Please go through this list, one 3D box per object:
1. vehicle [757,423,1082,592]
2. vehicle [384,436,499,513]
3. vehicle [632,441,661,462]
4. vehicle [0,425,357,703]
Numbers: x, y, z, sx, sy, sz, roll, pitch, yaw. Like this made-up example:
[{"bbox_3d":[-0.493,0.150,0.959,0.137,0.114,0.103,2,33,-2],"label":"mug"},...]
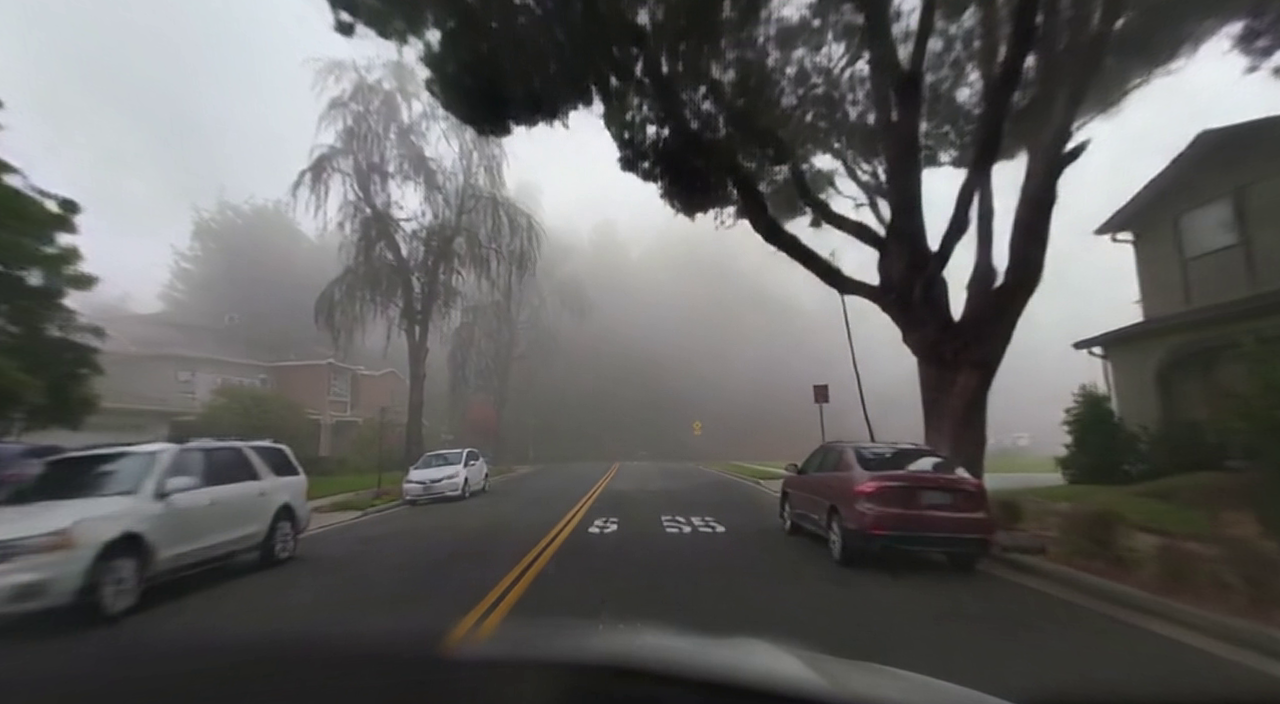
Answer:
[{"bbox_3d":[2.994,1.758,8.062,2.047,1.532,4.350,0,-8,-2],"label":"vehicle"},{"bbox_3d":[-5.812,3.566,19.072,2.027,1.803,4.306,-4,-6,0],"label":"vehicle"},{"bbox_3d":[0.430,7.299,46.320,2.022,1.481,4.050,0,-8,-1],"label":"vehicle"},{"bbox_3d":[-5.416,1.829,6.967,2.155,1.907,5.100,-1,-8,1],"label":"vehicle"}]
